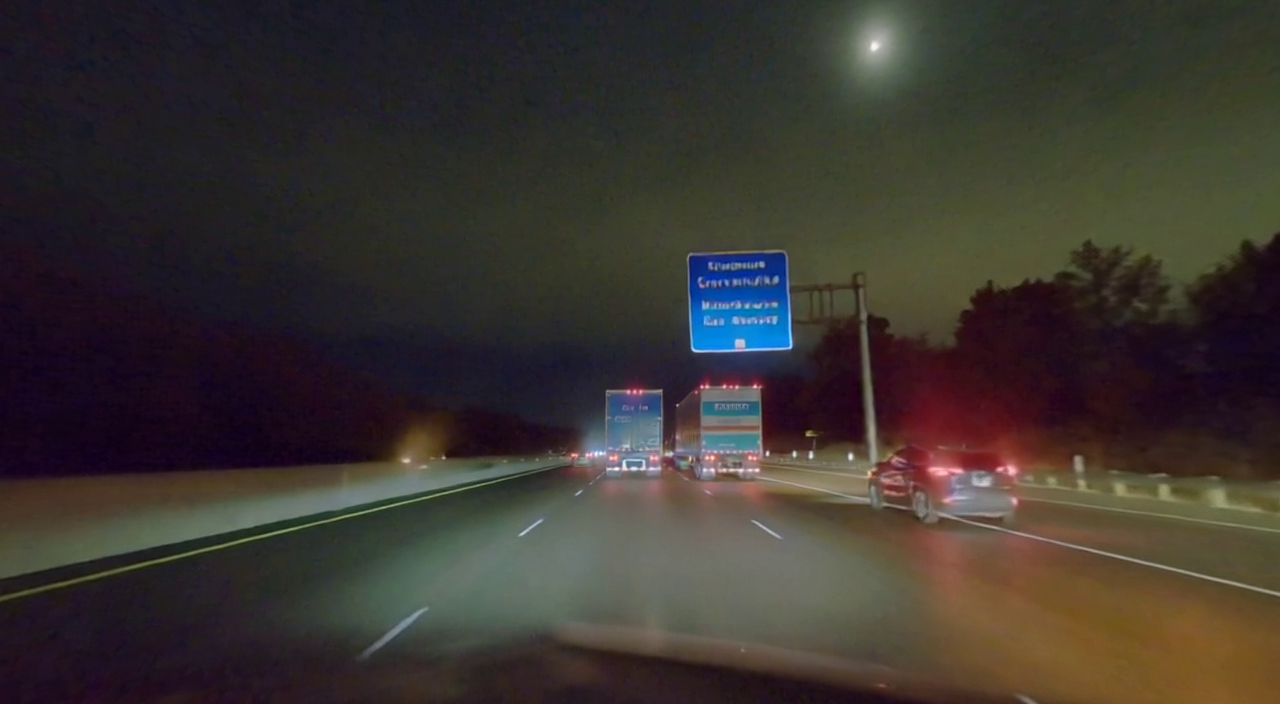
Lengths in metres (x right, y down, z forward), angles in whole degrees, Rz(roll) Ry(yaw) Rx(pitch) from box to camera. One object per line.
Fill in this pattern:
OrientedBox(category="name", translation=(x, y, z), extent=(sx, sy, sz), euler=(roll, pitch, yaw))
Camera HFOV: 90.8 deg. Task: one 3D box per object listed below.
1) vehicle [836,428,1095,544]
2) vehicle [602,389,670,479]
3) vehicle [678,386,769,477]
OrientedBox(category="vehicle", translation=(5.110, 2.171, 10.915), extent=(2.086, 1.530, 4.808), euler=(-1, -9, 3))
OrientedBox(category="vehicle", translation=(-0.179, 4.222, 31.844), extent=(2.864, 3.805, 9.709), euler=(0, -9, 0))
OrientedBox(category="vehicle", translation=(4.246, 4.723, 36.187), extent=(3.044, 4.128, 14.482), euler=(0, -9, -1))
